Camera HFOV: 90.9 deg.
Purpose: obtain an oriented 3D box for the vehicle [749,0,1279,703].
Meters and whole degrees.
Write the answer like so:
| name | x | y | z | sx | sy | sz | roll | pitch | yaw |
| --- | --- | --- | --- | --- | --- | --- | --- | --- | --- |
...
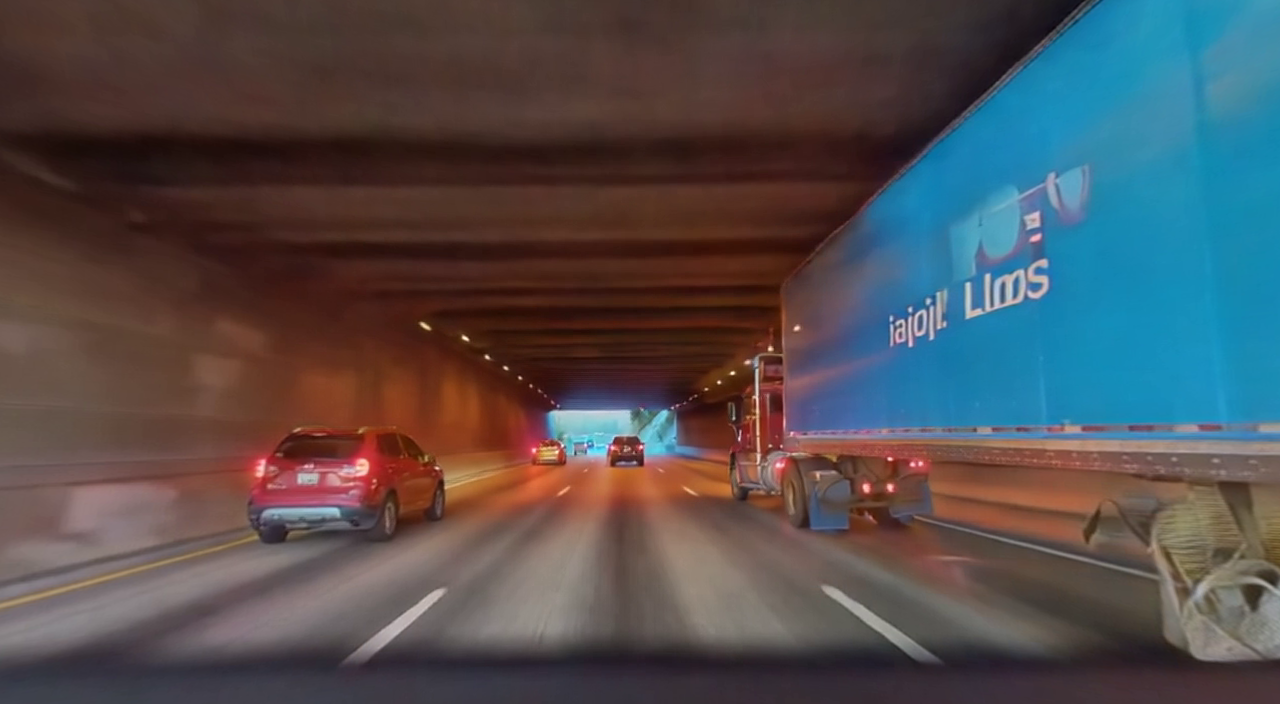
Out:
| name | x | y | z | sx | sy | sz | roll | pitch | yaw |
| --- | --- | --- | --- | --- | --- | --- | --- | --- | --- |
| vehicle | 3.840 | 0.147 | 5.968 | 2.842 | 4.108 | 14.081 | 0 | -8 | -1 |

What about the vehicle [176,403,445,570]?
| name | x | y | z | sx | sy | sz | roll | pitch | yaw |
| --- | --- | --- | --- | --- | --- | --- | --- | --- | --- |
| vehicle | -3.829 | 1.583 | 7.955 | 1.826 | 1.695 | 2.870 | 0 | -8 | -1 |

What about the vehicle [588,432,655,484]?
| name | x | y | z | sx | sy | sz | roll | pitch | yaw |
| --- | --- | --- | --- | --- | --- | --- | --- | --- | --- |
| vehicle | -0.607 | 3.620 | 21.762 | 2.094 | 1.600 | 3.666 | 0 | -8 | -1 |

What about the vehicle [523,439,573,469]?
| name | x | y | z | sx | sy | sz | roll | pitch | yaw |
| --- | --- | --- | --- | --- | --- | --- | --- | --- | --- |
| vehicle | -4.652 | 5.240 | 32.583 | 2.019 | 1.435 | 4.317 | 0 | -8 | -1 |
